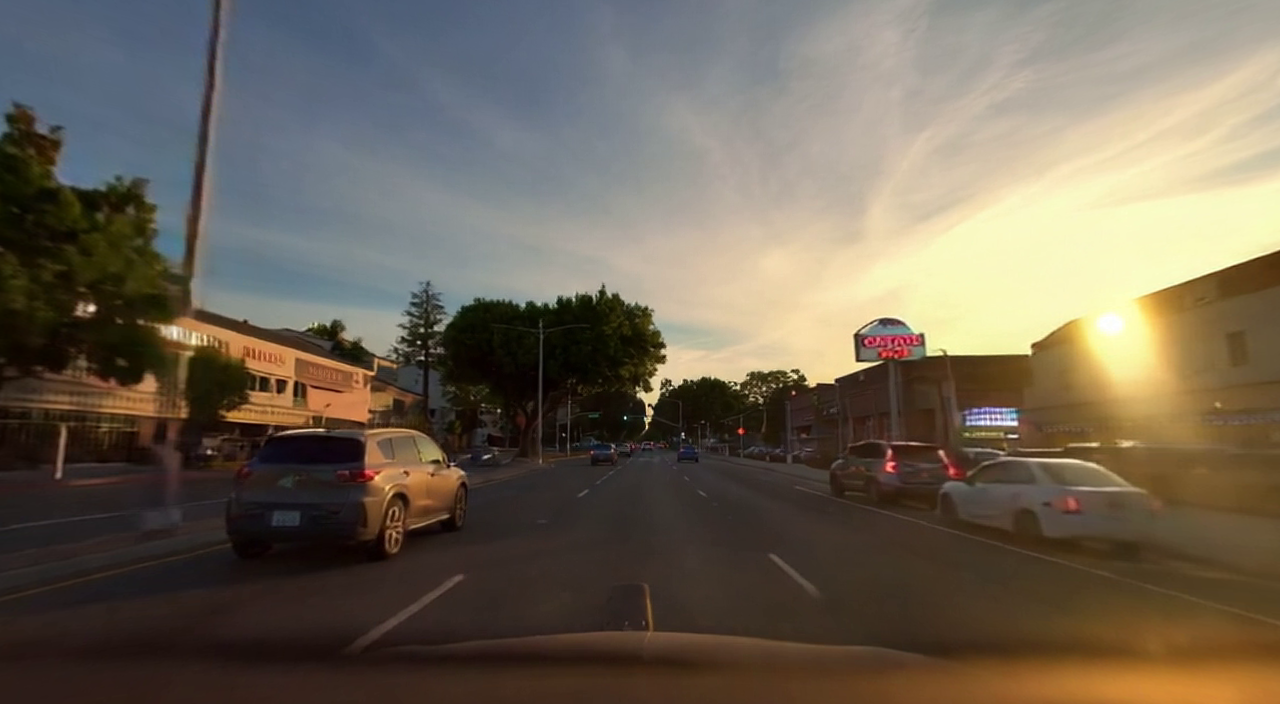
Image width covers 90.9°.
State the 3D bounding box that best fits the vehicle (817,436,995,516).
[{"bbox_3d":[6.855,3.255,17.277,2.335,1.790,5.991,0,-9,1],"label":"vehicle"}]

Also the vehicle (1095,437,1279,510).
[{"bbox_3d":[15.104,3.045,16.086,5.326,1.690,2.007,-8,-12,42],"label":"vehicle"}]

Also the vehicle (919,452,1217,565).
[{"bbox_3d":[6.629,2.416,10.592,1.888,1.425,4.547,0,-9,1],"label":"vehicle"}]

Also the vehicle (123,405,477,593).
[{"bbox_3d":[-3.528,1.594,7.609,1.983,1.635,3.957,0,-9,1],"label":"vehicle"}]

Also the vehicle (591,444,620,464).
[{"bbox_3d":[-2.628,7.928,49.086,2.005,1.446,4.265,0,-9,1],"label":"vehicle"}]
